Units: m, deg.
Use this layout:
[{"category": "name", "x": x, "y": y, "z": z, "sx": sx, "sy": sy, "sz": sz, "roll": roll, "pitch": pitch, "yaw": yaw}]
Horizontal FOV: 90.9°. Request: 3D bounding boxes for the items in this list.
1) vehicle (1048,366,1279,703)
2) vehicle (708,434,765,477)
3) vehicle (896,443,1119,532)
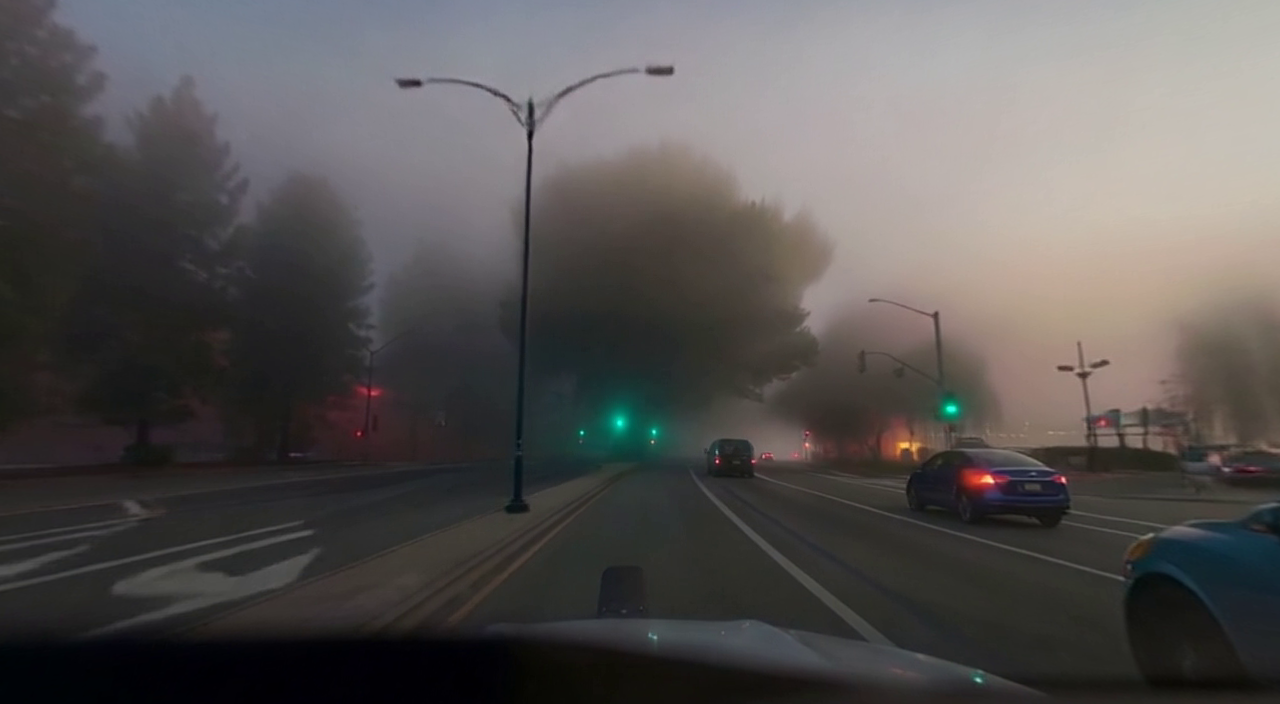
[{"category": "vehicle", "x": 3.306, "y": 0.762, "z": 1.555, "sx": 1.901, "sy": 1.634, "sz": 3.952, "roll": 0, "pitch": -8, "yaw": 0}, {"category": "vehicle", "x": 4.508, "y": 4.939, "z": 30.289, "sx": 2.154, "sy": 1.844, "sz": 4.634, "roll": -1, "pitch": -8, "yaw": 2}, {"category": "vehicle", "x": 7.252, "y": 2.670, "z": 13.140, "sx": 1.899, "sy": 1.496, "sz": 4.559, "roll": 0, "pitch": -8, "yaw": 0}]
